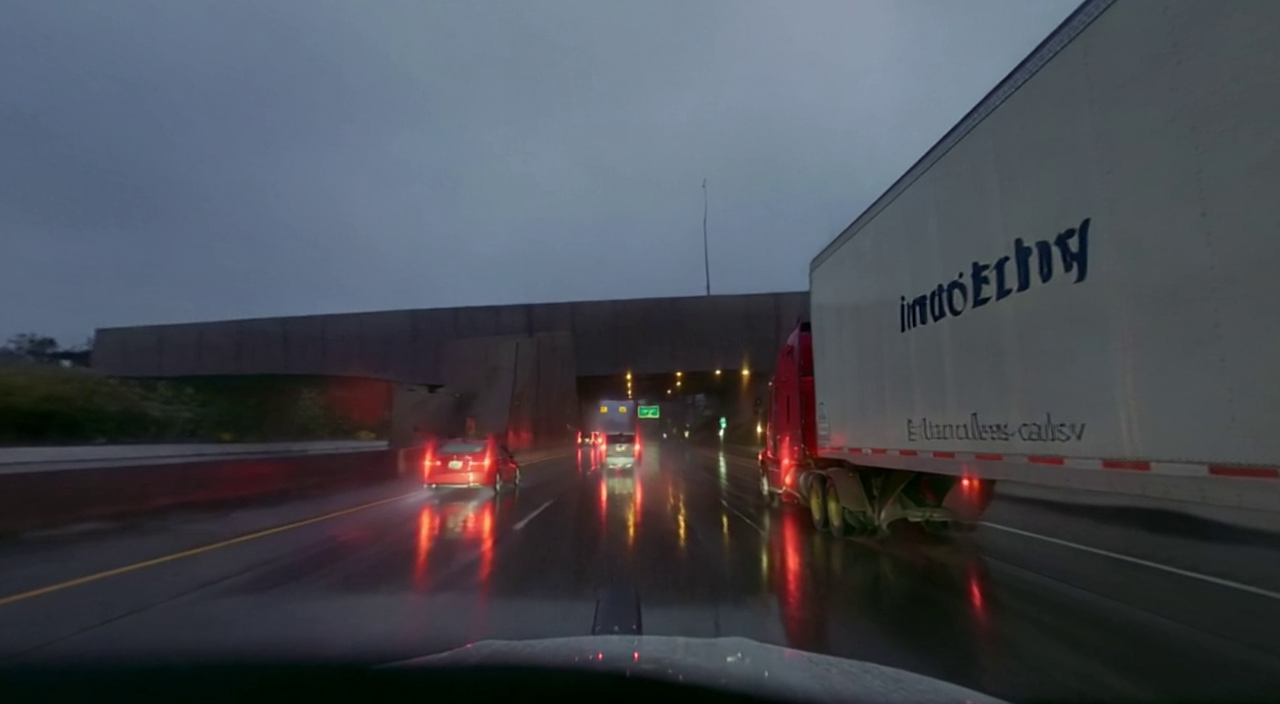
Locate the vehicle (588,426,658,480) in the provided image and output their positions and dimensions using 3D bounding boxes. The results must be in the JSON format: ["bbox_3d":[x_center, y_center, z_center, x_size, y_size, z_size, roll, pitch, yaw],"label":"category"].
[{"bbox_3d":[-0.521,3.288,20.775,2.094,1.600,3.666,0,-8,-1],"label":"vehicle"}]

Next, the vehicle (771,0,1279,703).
[{"bbox_3d":[3.819,-0.137,4.018,2.842,4.108,14.081,0,-8,0],"label":"vehicle"}]

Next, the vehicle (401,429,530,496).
[{"bbox_3d":[-4.196,2.713,15.960,2.019,1.435,4.317,0,-8,0],"label":"vehicle"}]
